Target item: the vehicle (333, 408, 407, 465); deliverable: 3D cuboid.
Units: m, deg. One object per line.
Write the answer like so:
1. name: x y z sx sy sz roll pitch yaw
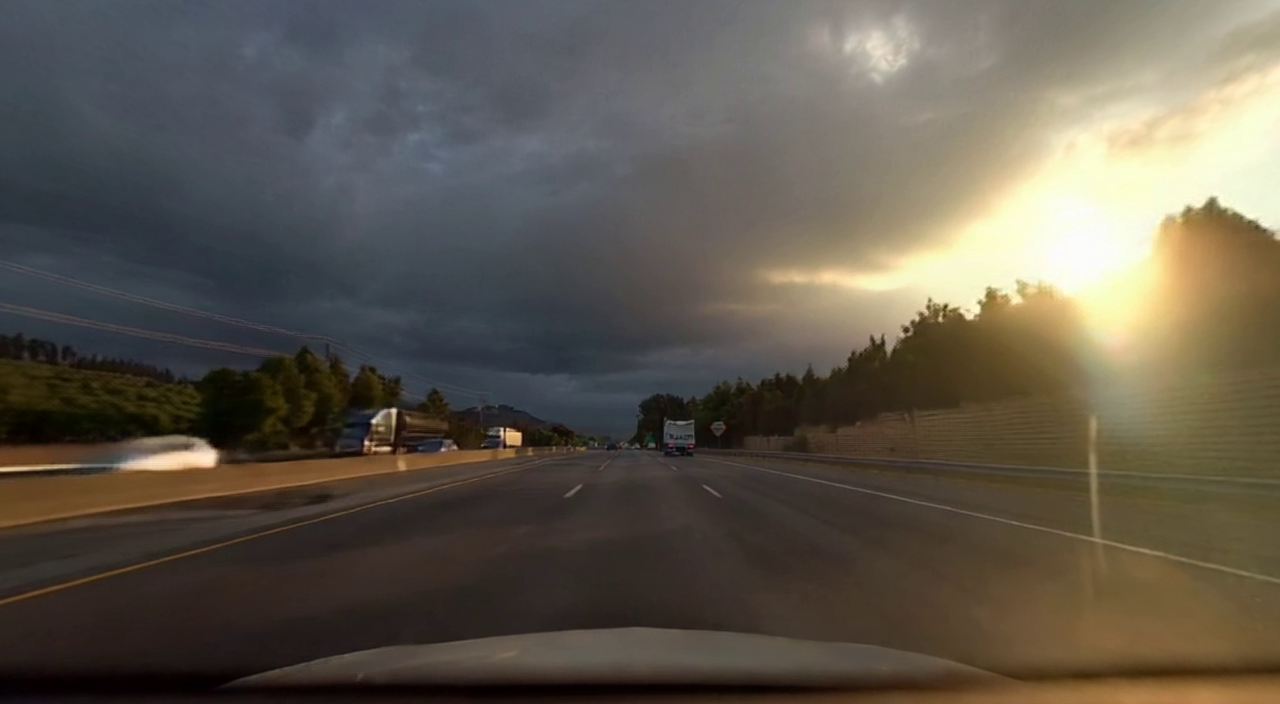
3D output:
1. vehicle: -20.336 6.435 47.776 2.983 3.974 5.851 -1 -8 -1

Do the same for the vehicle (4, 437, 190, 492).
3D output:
1. vehicle: -16.646 3.434 19.682 1.892 1.496 4.409 -1 -8 0
